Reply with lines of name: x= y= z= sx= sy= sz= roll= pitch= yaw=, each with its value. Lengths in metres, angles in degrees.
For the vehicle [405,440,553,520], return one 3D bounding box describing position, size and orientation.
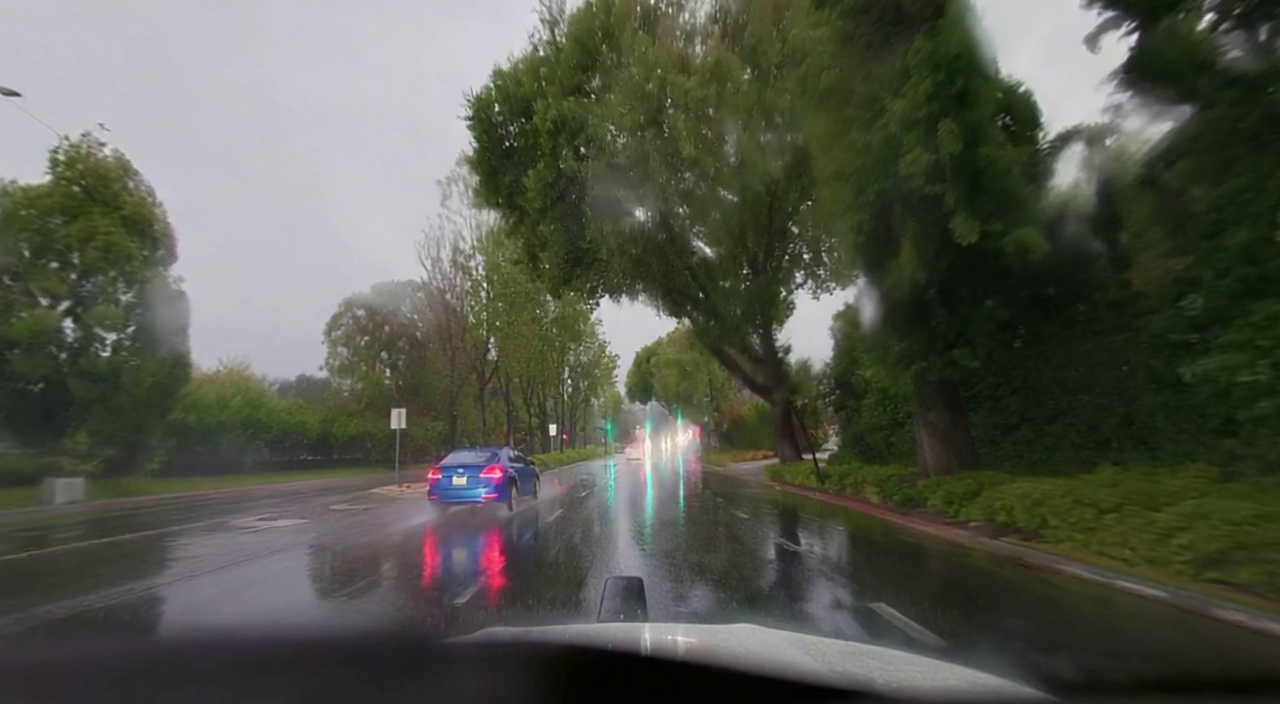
vehicle: x=-3.370 y=2.782 z=14.322 sx=2.038 sy=1.486 sz=4.678 roll=0 pitch=-9 yaw=1
